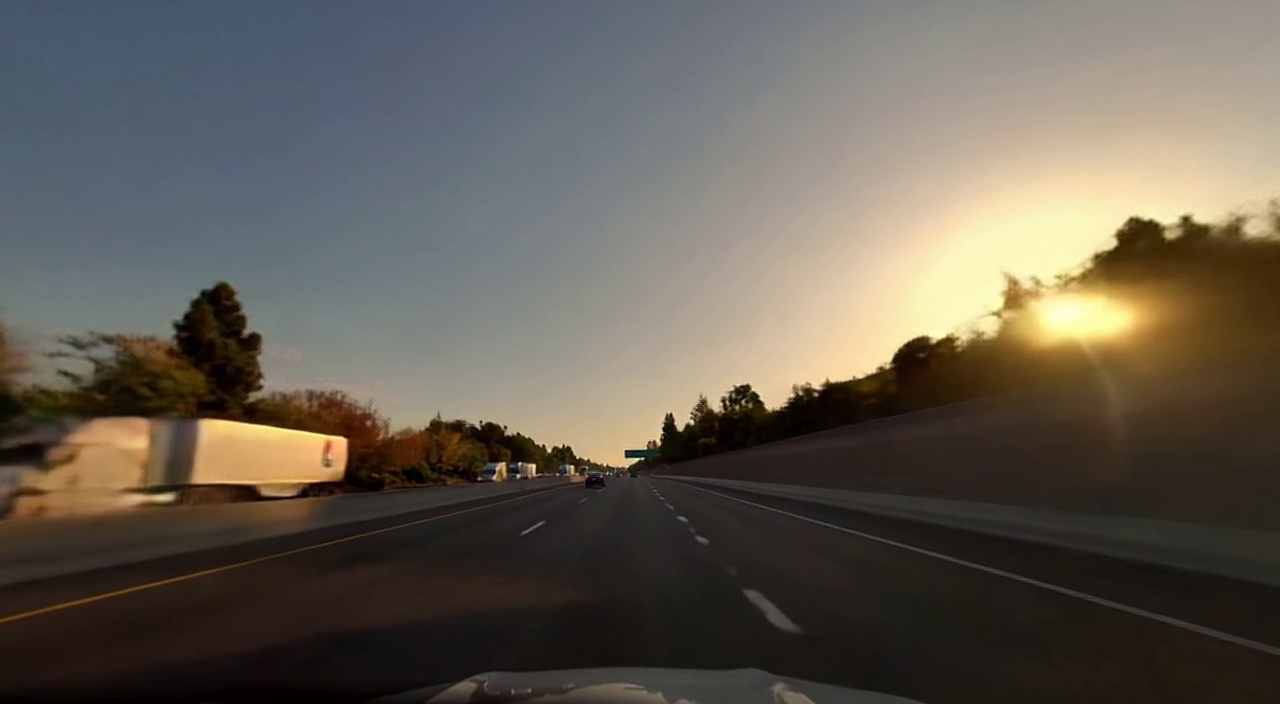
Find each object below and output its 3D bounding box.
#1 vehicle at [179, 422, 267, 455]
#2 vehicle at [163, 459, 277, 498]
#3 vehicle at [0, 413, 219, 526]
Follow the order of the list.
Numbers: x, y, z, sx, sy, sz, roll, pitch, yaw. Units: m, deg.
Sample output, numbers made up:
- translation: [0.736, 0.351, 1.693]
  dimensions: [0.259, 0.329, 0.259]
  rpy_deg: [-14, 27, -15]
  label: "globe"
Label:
- translation: [-21.467, 4.547, 32.672]
  dimensions: [1.736, 1.491, 4.120]
  rpy_deg: [-1, -11, 0]
  label: "vehicle"
- translation: [-21.421, 6.471, 32.503]
  dimensions: [2.123, 1.807, 5.559]
  rpy_deg: [1, -10, -1]
  label: "vehicle"
- translation: [-21.404, 4.762, 25.723]
  dimensions: [2.975, 3.858, 7.495]
  rpy_deg: [1, -11, 0]
  label: "vehicle"
